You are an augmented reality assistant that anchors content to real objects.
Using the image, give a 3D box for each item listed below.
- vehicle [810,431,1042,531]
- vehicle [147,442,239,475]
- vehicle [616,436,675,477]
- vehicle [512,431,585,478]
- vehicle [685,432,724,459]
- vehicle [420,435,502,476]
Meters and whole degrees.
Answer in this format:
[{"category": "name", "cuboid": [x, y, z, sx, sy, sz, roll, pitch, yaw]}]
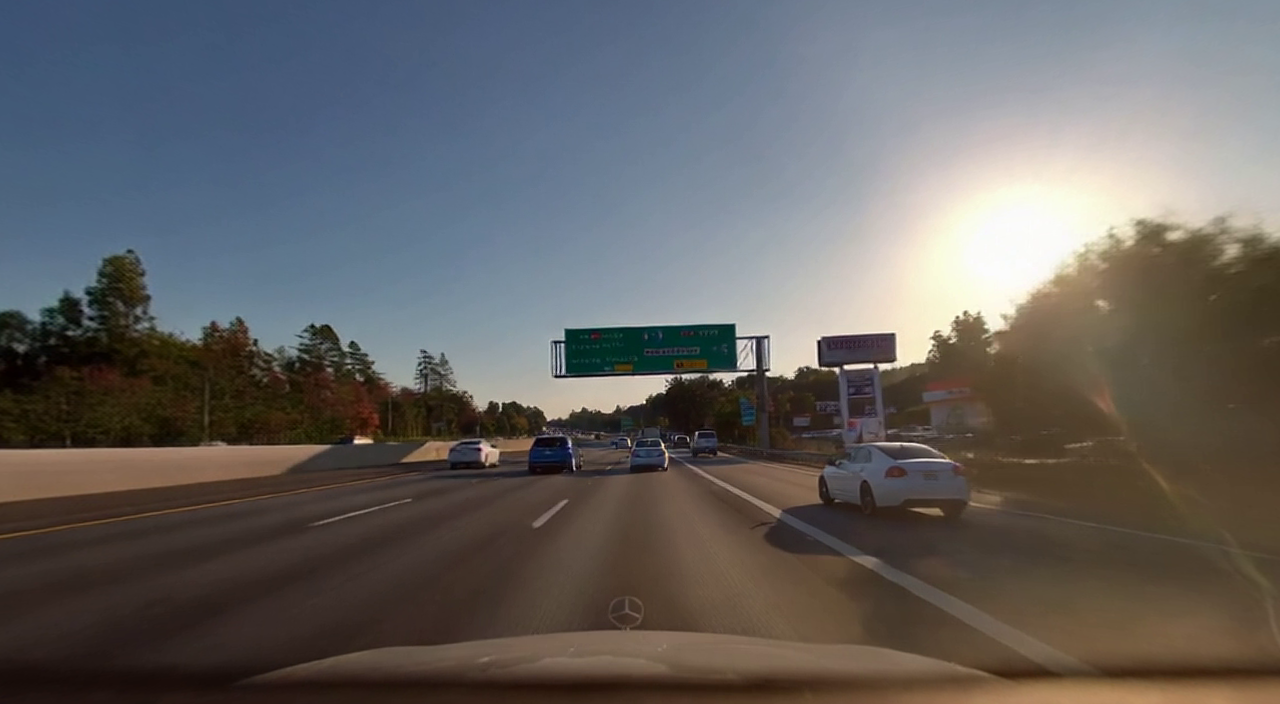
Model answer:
[{"category": "vehicle", "cuboid": [4.791, 2.204, 11.452, 2.030, 1.442, 4.358, 0, -8, -2]}, {"category": "vehicle", "cuboid": [-21.369, 5.074, 30.315, 1.747, 1.443, 3.579, 0, -8, 0]}, {"category": "vehicle", "cuboid": [0.196, 4.036, 24.626, 2.113, 1.464, 4.073, 0, -8, 0]}, {"category": "vehicle", "cuboid": [-3.401, 3.923, 24.416, 1.927, 1.586, 5.142, 0, -8, 2]}, {"category": "vehicle", "cuboid": [4.490, 6.608, 44.626, 2.261, 1.781, 4.709, 0, -8, -1]}, {"category": "vehicle", "cuboid": [-7.120, 4.158, 25.636, 1.932, 1.497, 4.458, 0, -8, 1]}]
